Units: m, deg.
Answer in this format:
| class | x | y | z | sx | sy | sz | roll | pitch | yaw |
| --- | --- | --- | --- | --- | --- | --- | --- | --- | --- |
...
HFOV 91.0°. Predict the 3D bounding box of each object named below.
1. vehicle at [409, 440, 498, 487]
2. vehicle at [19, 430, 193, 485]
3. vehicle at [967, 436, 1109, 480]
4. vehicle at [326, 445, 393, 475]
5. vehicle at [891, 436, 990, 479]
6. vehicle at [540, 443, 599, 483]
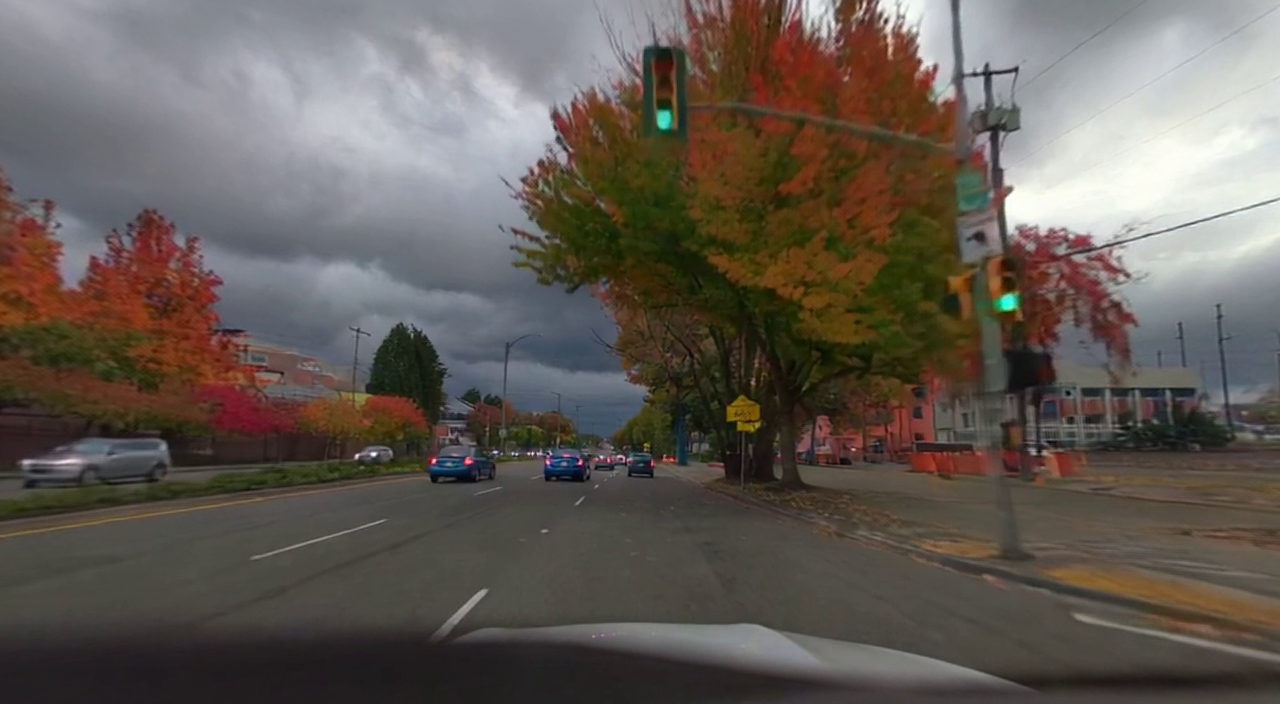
| class | x | y | z | sx | sy | sz | roll | pitch | yaw |
| --- | --- | --- | --- | --- | --- | --- | --- | --- | --- |
| vehicle | -6.883 | 4.154 | 23.768 | 1.932 | 1.596 | 4.247 | 0 | -9 | 1 |
| vehicle | -19.552 | 3.897 | 23.473 | 2.118 | 1.798 | 4.923 | 1 | -9 | 0 |
| vehicle | 14.659 | 3.918 | 23.503 | 1.826 | 1.474 | 4.254 | 3 | -9 | -16 |
| vehicle | -15.589 | 5.999 | 35.227 | 1.843 | 1.520 | 3.995 | 0 | -9 | 1 |
| vehicle | 13.340 | 4.660 | 28.246 | 1.862 | 1.559 | 3.959 | -3 | -6 | -11 |
| vehicle | -3.196 | 5.142 | 29.468 | 2.085 | 1.663 | 4.513 | 0 | -9 | 2 |
